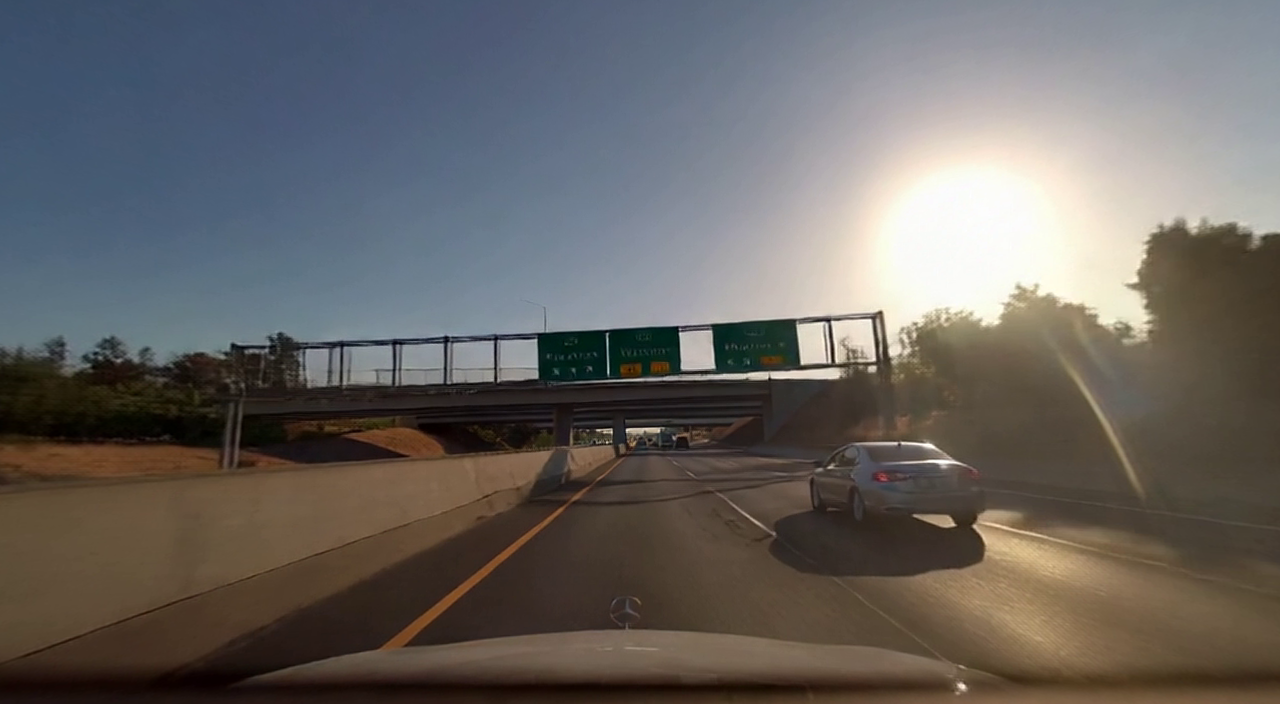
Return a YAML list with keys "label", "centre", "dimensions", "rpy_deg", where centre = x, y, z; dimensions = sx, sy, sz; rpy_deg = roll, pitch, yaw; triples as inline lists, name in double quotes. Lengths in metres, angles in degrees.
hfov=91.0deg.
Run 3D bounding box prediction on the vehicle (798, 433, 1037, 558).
- label: "vehicle"
  centre: [3.669, 1.926, 9.184]
  dimensions: [1.683, 1.400, 3.868]
  rpy_deg: [0, -8, -1]
